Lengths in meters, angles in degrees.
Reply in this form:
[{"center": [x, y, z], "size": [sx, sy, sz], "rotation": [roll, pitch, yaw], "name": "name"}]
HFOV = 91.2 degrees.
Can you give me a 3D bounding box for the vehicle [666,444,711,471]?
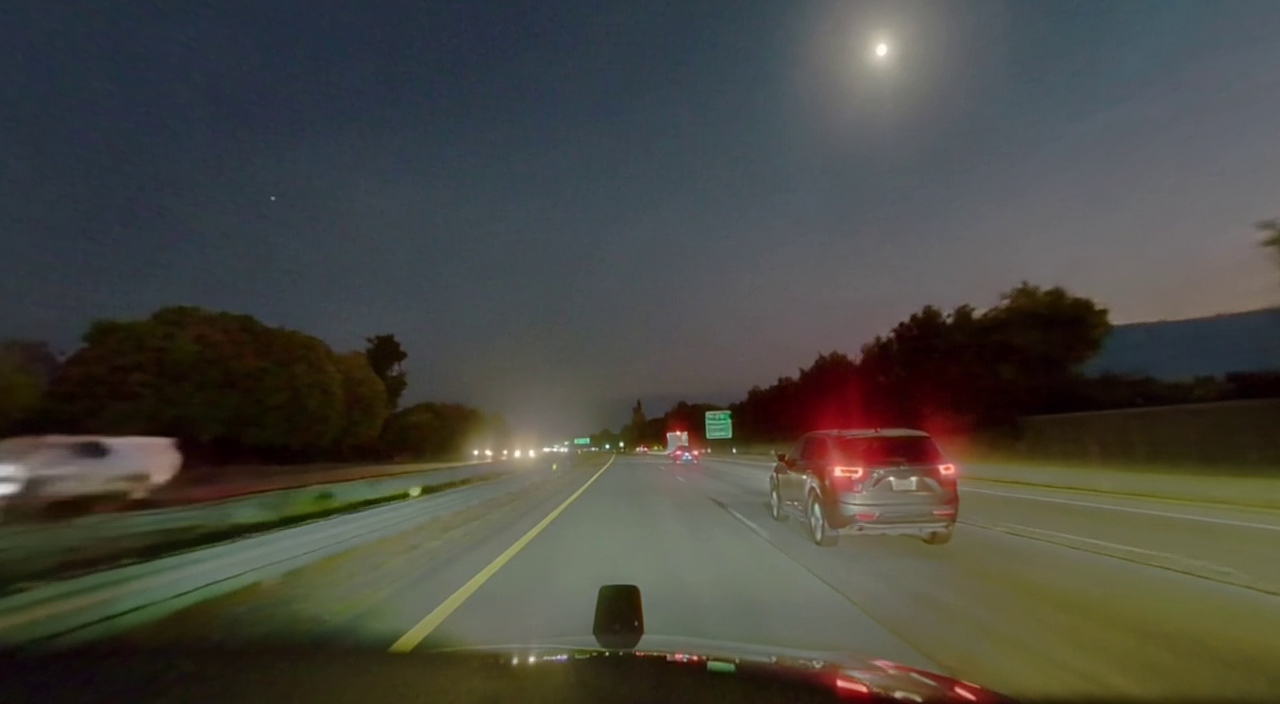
[{"center": [2.888, 6.390, 38.126], "size": [2.244, 1.498, 4.338], "rotation": [0, -9, -2], "name": "vehicle"}]
